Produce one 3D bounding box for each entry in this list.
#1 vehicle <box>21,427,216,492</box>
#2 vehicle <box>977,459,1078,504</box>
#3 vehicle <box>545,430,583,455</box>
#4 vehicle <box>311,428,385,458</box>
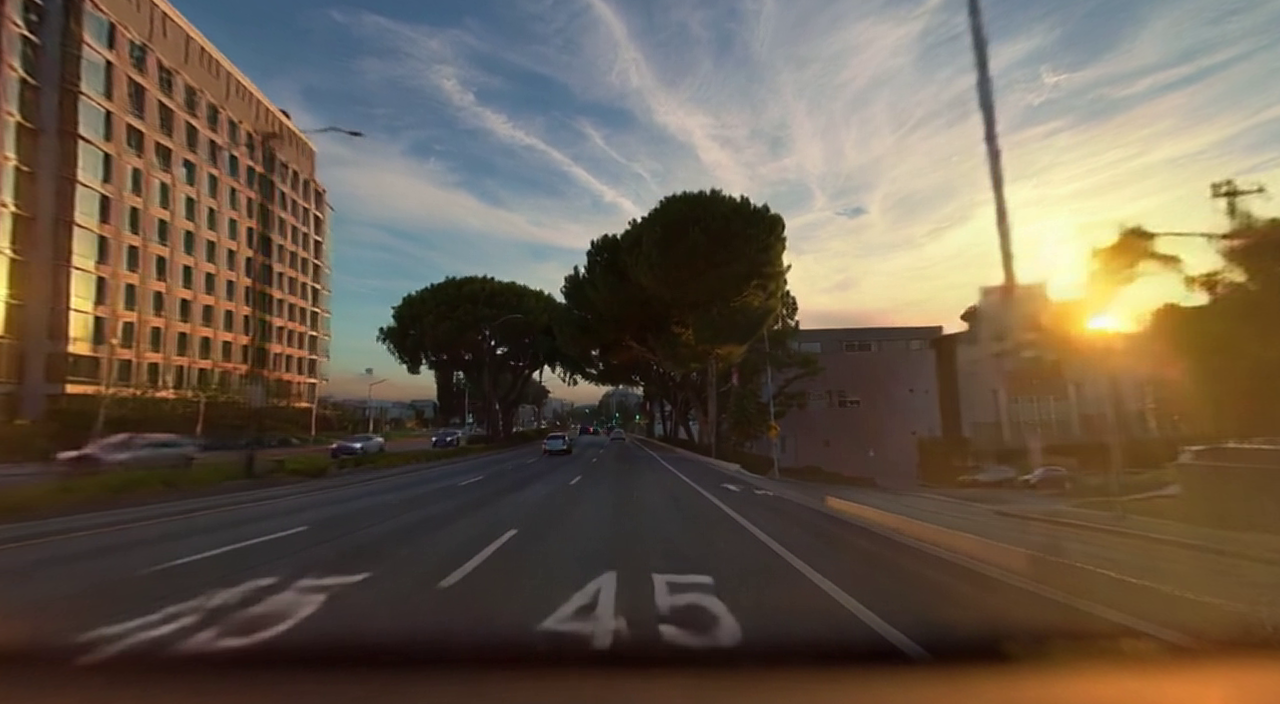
[{"bbox_3d":[-15.639,3.234,19.369,1.972,1.715,4.521,0,-8,2],"label":"vehicle"},{"bbox_3d":[23.406,7.862,38.317,4.619,1.807,2.224,7,-20,2],"label":"vehicle"},{"bbox_3d":[-4.894,5.876,41.029,2.025,1.474,4.292,0,-8,-2],"label":"vehicle"},{"bbox_3d":[-18.346,5.772,39.998,2.286,1.743,4.869,0,-8,1],"label":"vehicle"}]
